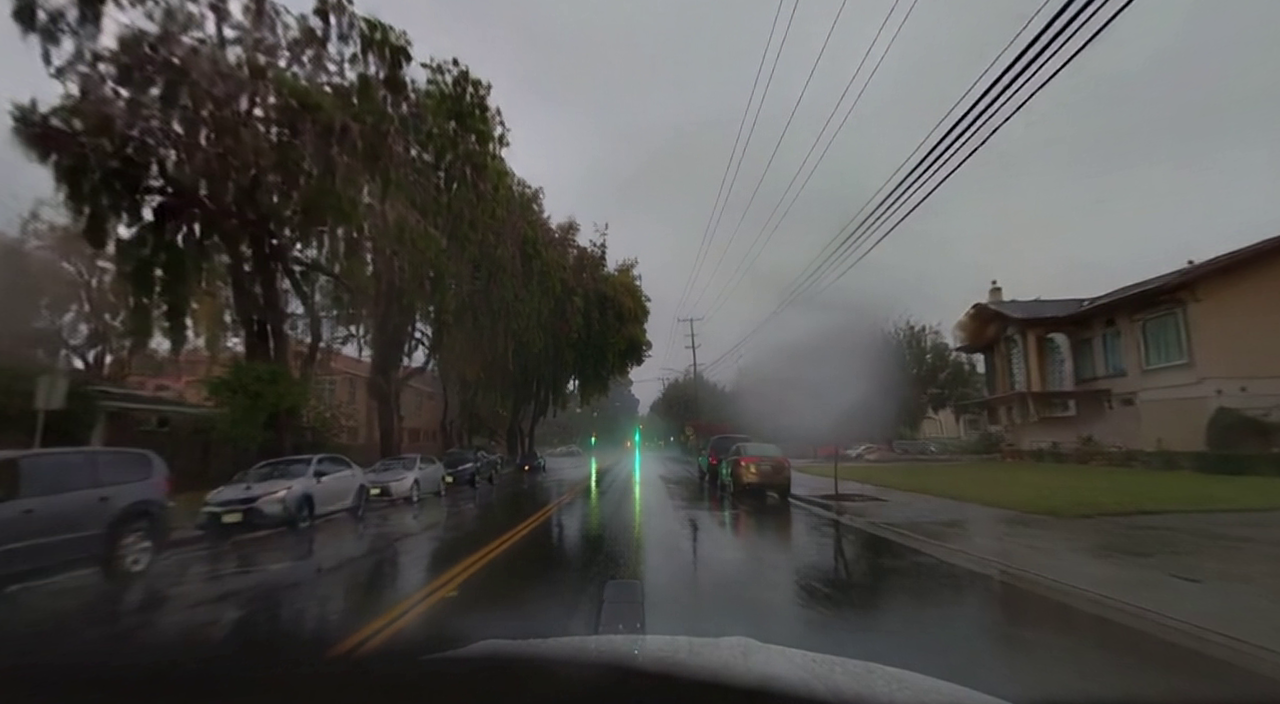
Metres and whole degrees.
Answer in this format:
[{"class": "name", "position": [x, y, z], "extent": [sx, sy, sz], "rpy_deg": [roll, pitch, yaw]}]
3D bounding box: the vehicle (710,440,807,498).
[{"class": "vehicle", "position": [3.288, 3.342, 18.479], "extent": [1.869, 1.453, 4.237], "rpy_deg": [0, -8, -2]}]

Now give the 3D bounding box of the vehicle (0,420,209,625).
[{"class": "vehicle", "position": [-6.738, 1.620, 6.241], "extent": [1.963, 1.820, 4.297], "rpy_deg": [0, -8, -2]}]

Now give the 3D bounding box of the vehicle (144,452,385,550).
[{"class": "vehicle", "position": [-6.853, 2.713, 12.285], "extent": [1.860, 1.469, 4.573], "rpy_deg": [0, -8, 0]}]

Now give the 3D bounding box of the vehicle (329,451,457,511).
[{"class": "vehicle", "position": [-6.885, 3.604, 18.209], "extent": [1.854, 1.460, 4.582], "rpy_deg": [0, -8, -1]}]

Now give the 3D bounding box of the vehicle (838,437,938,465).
[{"class": "vehicle", "position": [16.122, 6.464, 41.278], "extent": [5.662, 1.761, 2.050], "rpy_deg": [0, -8, 0]}]

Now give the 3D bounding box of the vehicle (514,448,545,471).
[{"class": "vehicle", "position": [-7.699, 7.500, 44.237], "extent": [1.902, 1.456, 4.451], "rpy_deg": [1, -9, -7]}]

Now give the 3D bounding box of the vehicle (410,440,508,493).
[{"class": "vehicle", "position": [-6.806, 4.350, 24.475], "extent": [2.151, 1.789, 5.482], "rpy_deg": [0, -8, 0]}]
